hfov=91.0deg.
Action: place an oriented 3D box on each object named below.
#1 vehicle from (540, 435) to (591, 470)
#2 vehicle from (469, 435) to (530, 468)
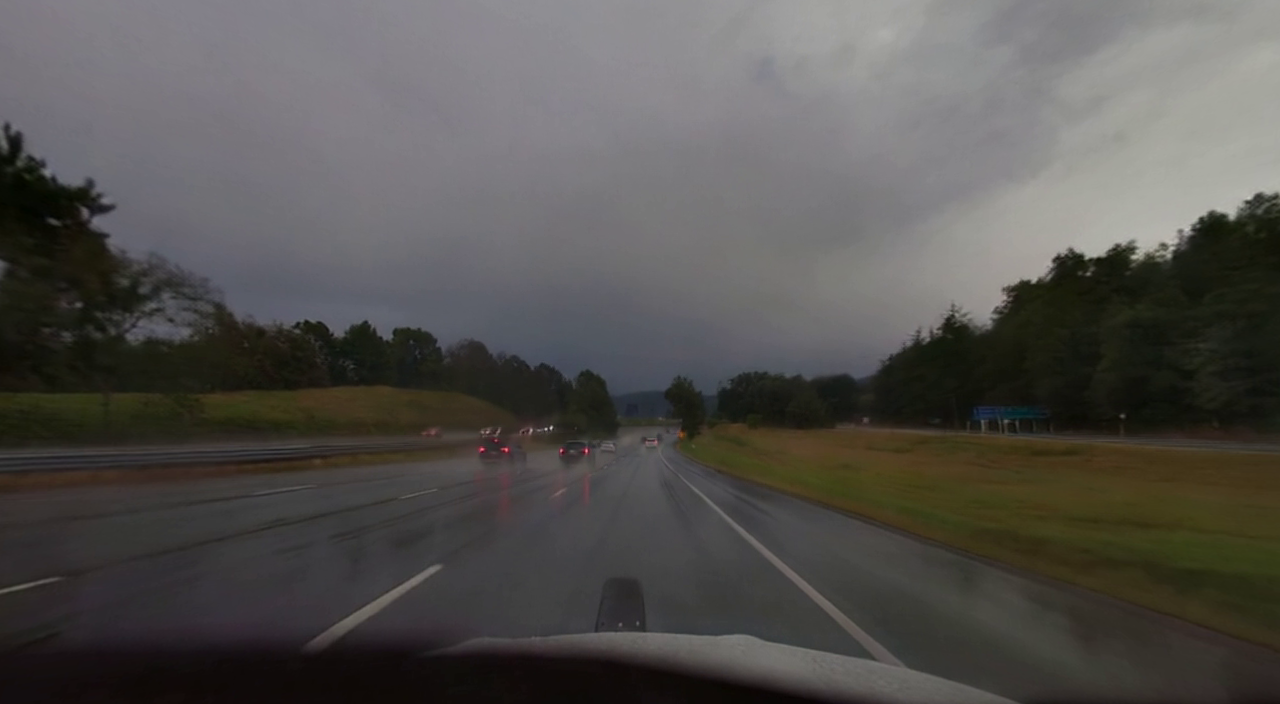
[{"bbox_3d":[-3.840,5.317,33.330,2.035,1.673,4.469,0,-9,2],"label":"vehicle"},{"bbox_3d":[-7.544,5.405,34.313,2.108,1.686,4.556,0,-9,2],"label":"vehicle"}]
